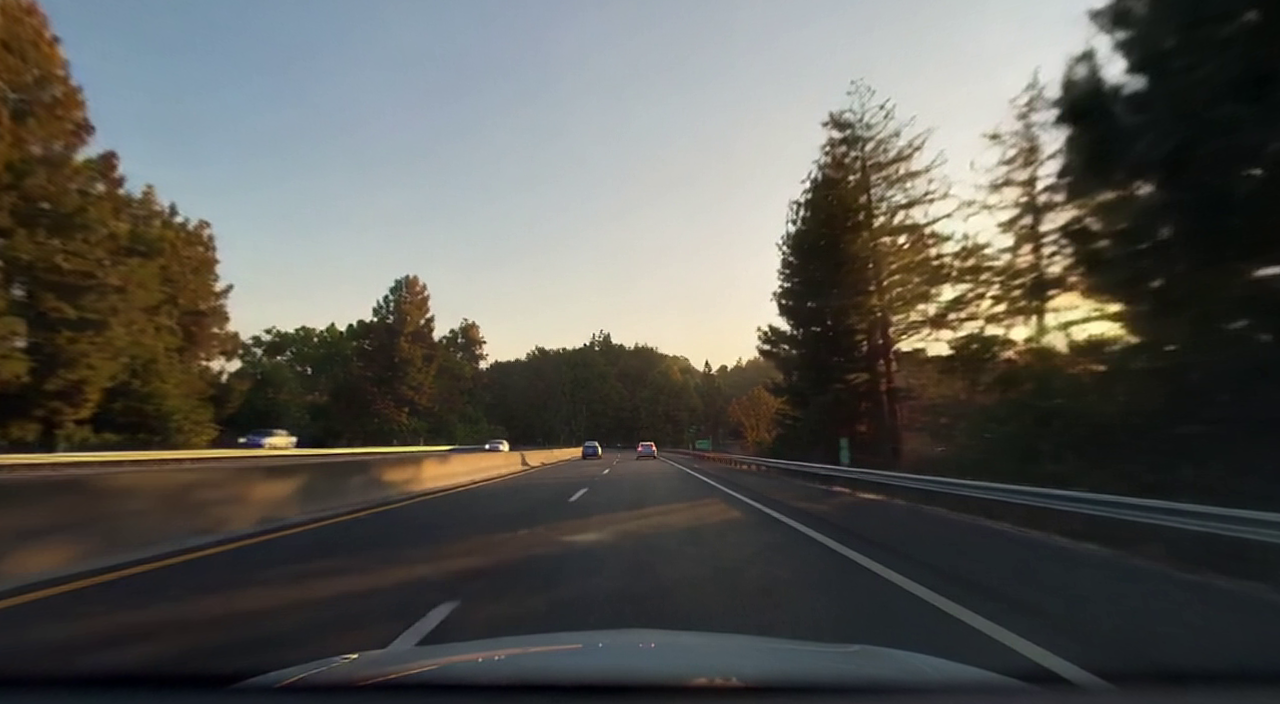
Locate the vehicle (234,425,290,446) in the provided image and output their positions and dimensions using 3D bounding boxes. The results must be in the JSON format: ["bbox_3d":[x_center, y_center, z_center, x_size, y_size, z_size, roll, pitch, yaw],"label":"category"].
[{"bbox_3d":[-29.655,6.608,49.508,1.844,1.582,4.193,0,-8,-2],"label":"vehicle"}]
